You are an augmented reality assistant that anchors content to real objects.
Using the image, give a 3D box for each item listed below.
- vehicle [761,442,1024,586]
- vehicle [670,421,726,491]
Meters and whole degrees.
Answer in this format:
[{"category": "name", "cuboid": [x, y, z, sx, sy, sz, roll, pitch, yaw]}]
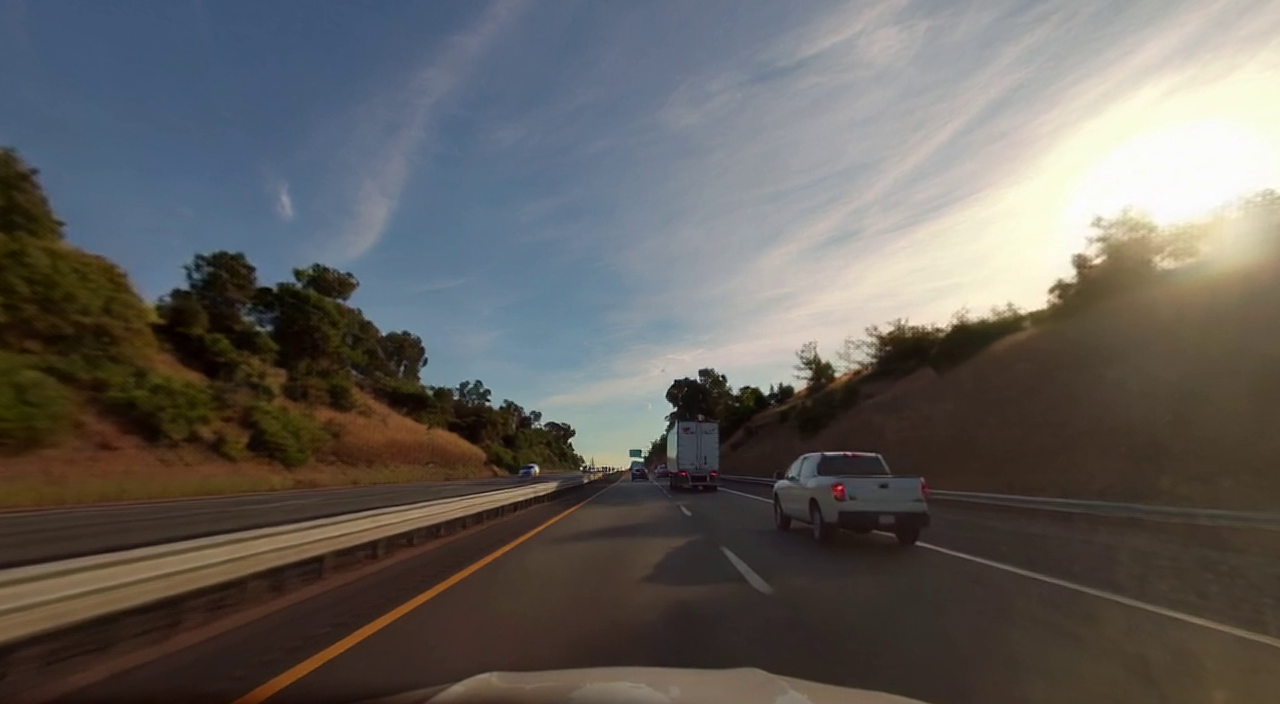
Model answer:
[{"category": "vehicle", "cuboid": [3.452, 2.360, 9.868, 2.124, 1.662, 4.641, 1, -10, -1]}, {"category": "vehicle", "cuboid": [3.800, 7.456, 44.667, 2.863, 4.088, 14.040, 1, -10, 1]}]
